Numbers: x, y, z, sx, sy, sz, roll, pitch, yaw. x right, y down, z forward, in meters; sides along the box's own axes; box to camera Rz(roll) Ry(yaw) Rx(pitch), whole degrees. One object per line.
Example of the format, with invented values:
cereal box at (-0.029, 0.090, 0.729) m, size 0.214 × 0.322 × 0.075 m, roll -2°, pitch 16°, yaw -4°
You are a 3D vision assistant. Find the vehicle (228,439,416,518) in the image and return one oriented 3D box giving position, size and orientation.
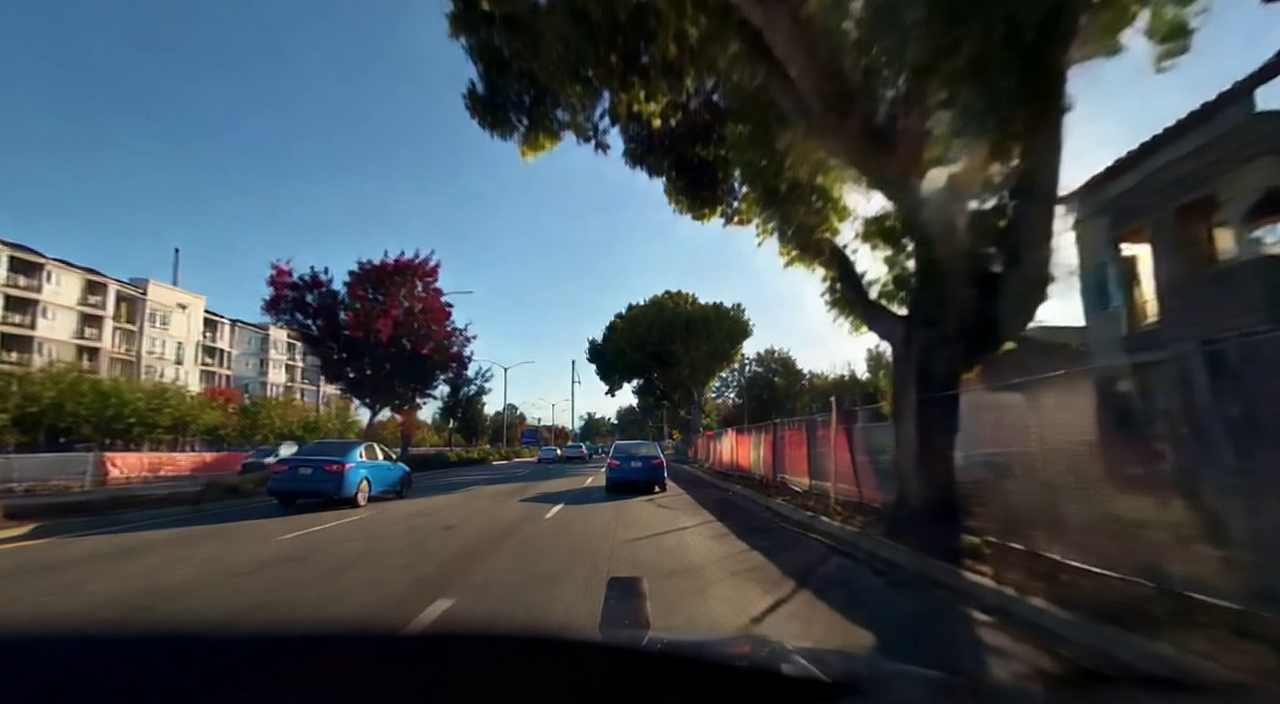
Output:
vehicle at (-6.788, 2.717, 14.114) m, size 1.877 × 1.479 × 4.430 m, roll 0°, pitch -9°, yaw 0°

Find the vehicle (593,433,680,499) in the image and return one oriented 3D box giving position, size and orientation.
vehicle at (-0.154, 3.233, 18.278) m, size 2.227 × 1.654 × 4.091 m, roll 0°, pitch -9°, yaw -2°
